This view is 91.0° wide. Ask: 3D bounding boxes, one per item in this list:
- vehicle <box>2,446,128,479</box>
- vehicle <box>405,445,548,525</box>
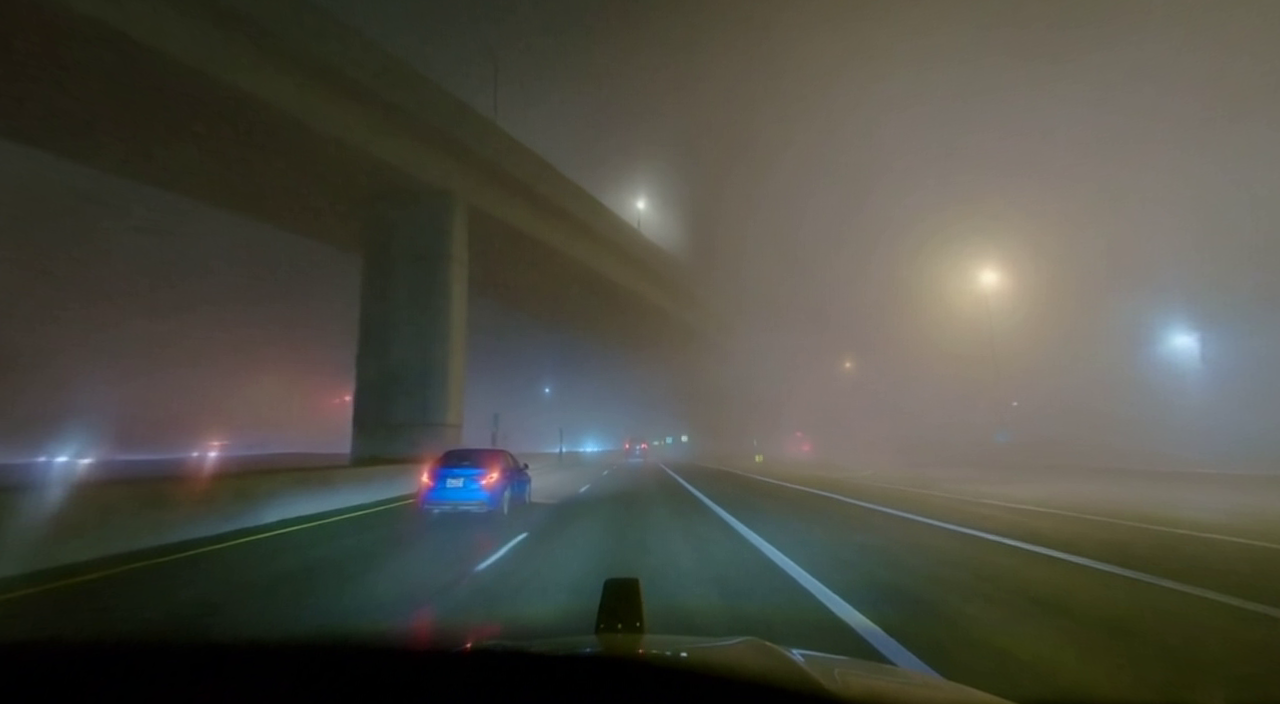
[{"bbox_3d":[-30.083,5.758,33.205,1.950,1.584,4.891,0,-8,0],"label":"vehicle"},{"bbox_3d":[-3.404,2.846,14.059,2.044,1.478,4.114,0,-9,0],"label":"vehicle"}]
